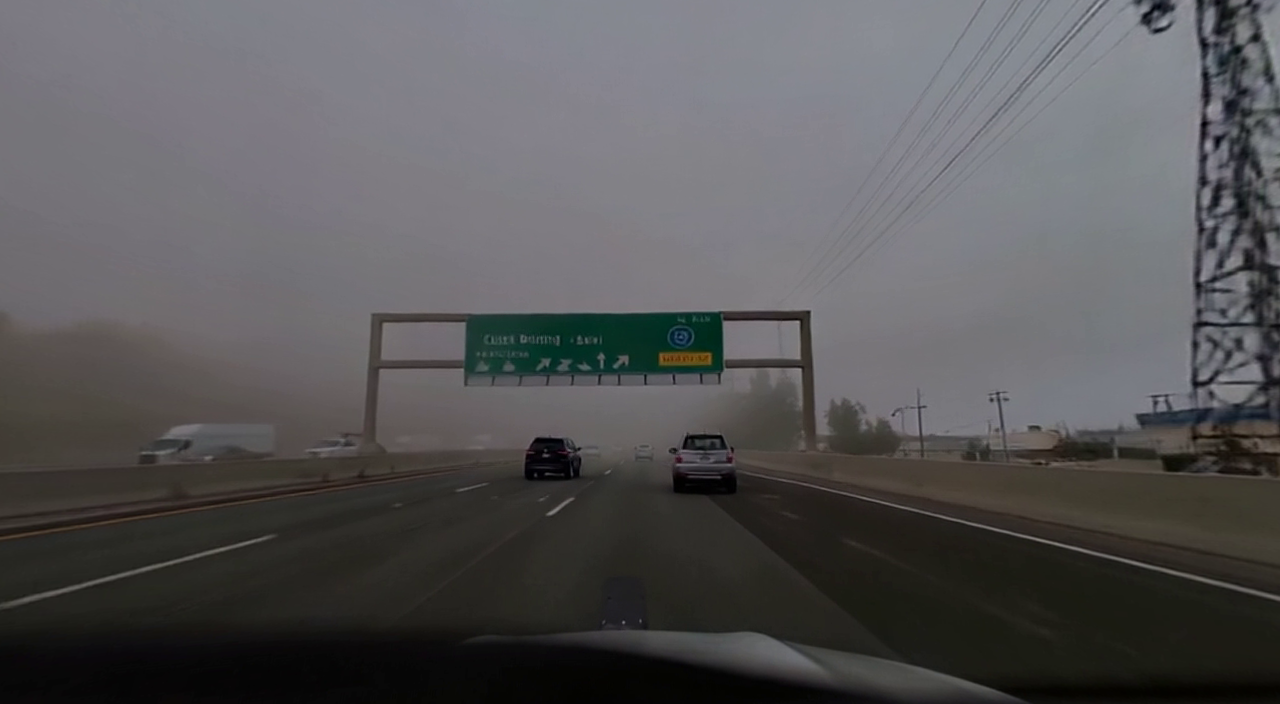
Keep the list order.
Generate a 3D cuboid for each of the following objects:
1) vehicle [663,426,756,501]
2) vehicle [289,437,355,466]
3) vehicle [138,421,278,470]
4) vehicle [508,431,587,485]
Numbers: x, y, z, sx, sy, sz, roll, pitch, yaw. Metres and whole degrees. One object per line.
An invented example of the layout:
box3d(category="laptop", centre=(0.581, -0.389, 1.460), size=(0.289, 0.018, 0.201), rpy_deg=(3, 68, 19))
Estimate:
box3d(category="vehicle", centre=(1.686, 2.899, 16.793), size=(2.134, 1.733, 4.049), rpy_deg=(0, -8, 2))
box3d(category="vehicle", centre=(-22.894, 7.149, 45.592), size=(2.258, 1.959, 4.897), rpy_deg=(0, -8, -1))
box3d(category="vehicle", centre=(-32.608, 7.193, 48.510), size=(2.955, 3.302, 11.152), rpy_deg=(0, -8, -1))
box3d(category="vehicle", centre=(-3.224, 3.812, 23.024), size=(2.125, 1.764, 4.393), rpy_deg=(0, -8, 1))
